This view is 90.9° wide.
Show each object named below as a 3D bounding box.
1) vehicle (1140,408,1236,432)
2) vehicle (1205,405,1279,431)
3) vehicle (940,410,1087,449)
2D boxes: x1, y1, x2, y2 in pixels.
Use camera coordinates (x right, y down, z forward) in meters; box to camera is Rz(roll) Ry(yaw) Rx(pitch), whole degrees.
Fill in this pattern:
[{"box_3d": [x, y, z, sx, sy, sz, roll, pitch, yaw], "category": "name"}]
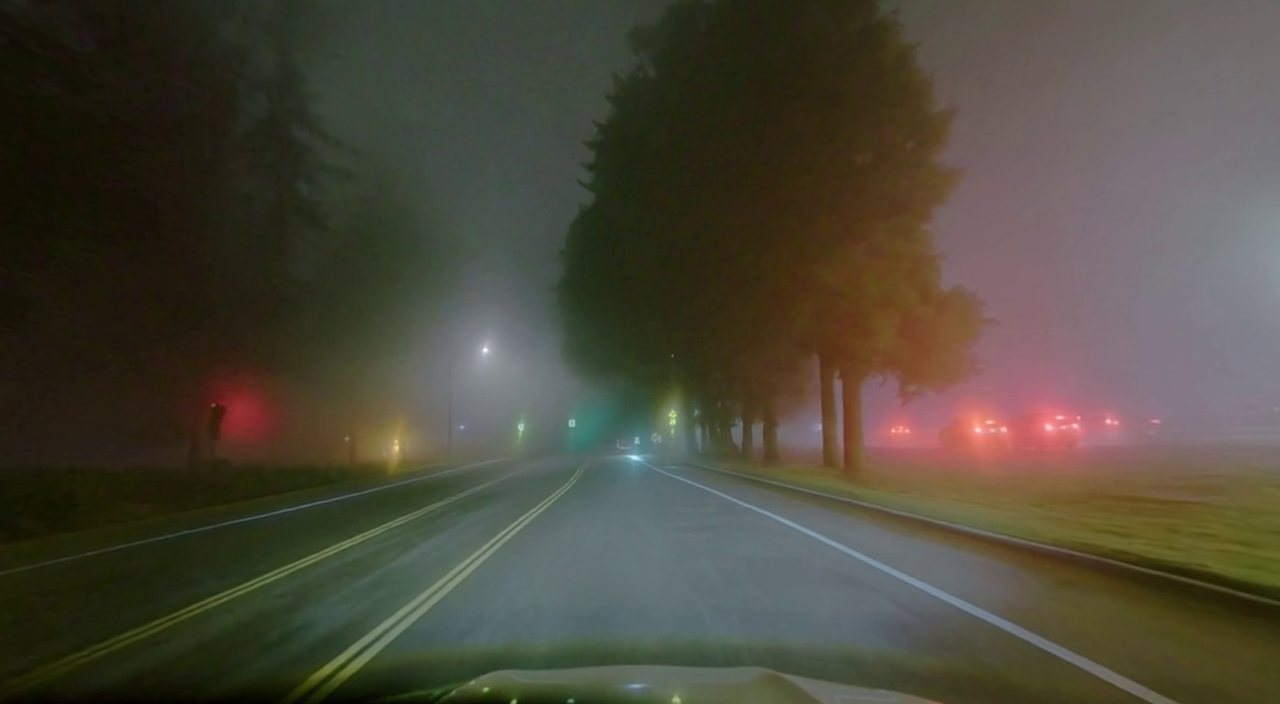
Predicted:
[{"box_3d": [42.576, 5.334, 49.050, 5.184, 1.740, 1.973, -2, -8, 12], "category": "vehicle"}, {"box_3d": [39.516, 4.315, 40.995, 1.823, 1.489, 4.541, -1, -8, 9], "category": "vehicle"}, {"box_3d": [14.925, 3.129, 25.337, 4.744, 1.476, 1.926, 1, -8, -4], "category": "vehicle"}]
